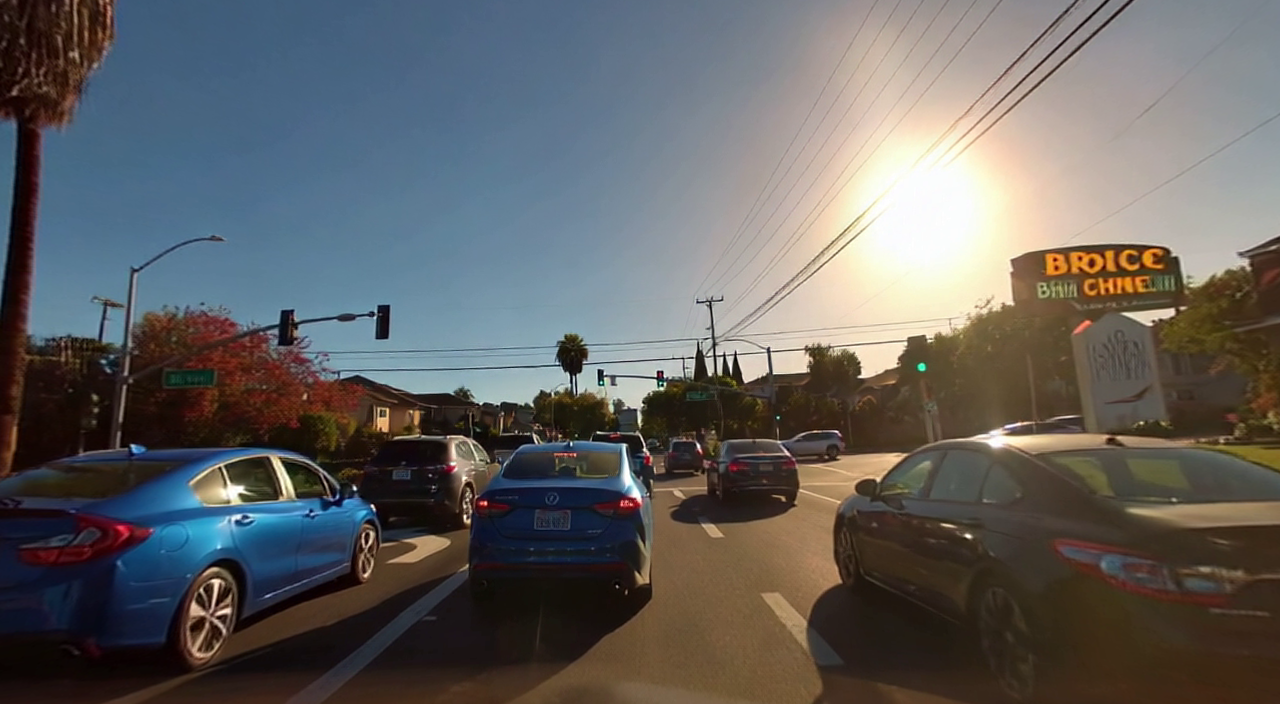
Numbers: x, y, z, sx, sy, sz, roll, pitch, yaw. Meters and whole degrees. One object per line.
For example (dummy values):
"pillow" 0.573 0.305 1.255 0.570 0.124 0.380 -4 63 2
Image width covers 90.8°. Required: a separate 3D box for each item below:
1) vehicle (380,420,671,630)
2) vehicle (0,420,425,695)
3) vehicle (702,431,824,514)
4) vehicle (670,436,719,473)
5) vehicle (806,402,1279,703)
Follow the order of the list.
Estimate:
"vehicle" -0.864 1.546 6.574 2.104 1.500 3.815 0 -9 -1
"vehicle" -3.665 1.452 5.716 2.058 1.474 4.473 0 -9 -3
"vehicle" 2.658 2.718 14.741 1.956 1.615 4.205 0 -9 -1
"vehicle" 2.729 5.263 32.508 2.063 1.750 4.410 0 -9 -1
"vehicle" 2.785 1.234 4.427 2.014 1.464 4.312 0 -9 -1
